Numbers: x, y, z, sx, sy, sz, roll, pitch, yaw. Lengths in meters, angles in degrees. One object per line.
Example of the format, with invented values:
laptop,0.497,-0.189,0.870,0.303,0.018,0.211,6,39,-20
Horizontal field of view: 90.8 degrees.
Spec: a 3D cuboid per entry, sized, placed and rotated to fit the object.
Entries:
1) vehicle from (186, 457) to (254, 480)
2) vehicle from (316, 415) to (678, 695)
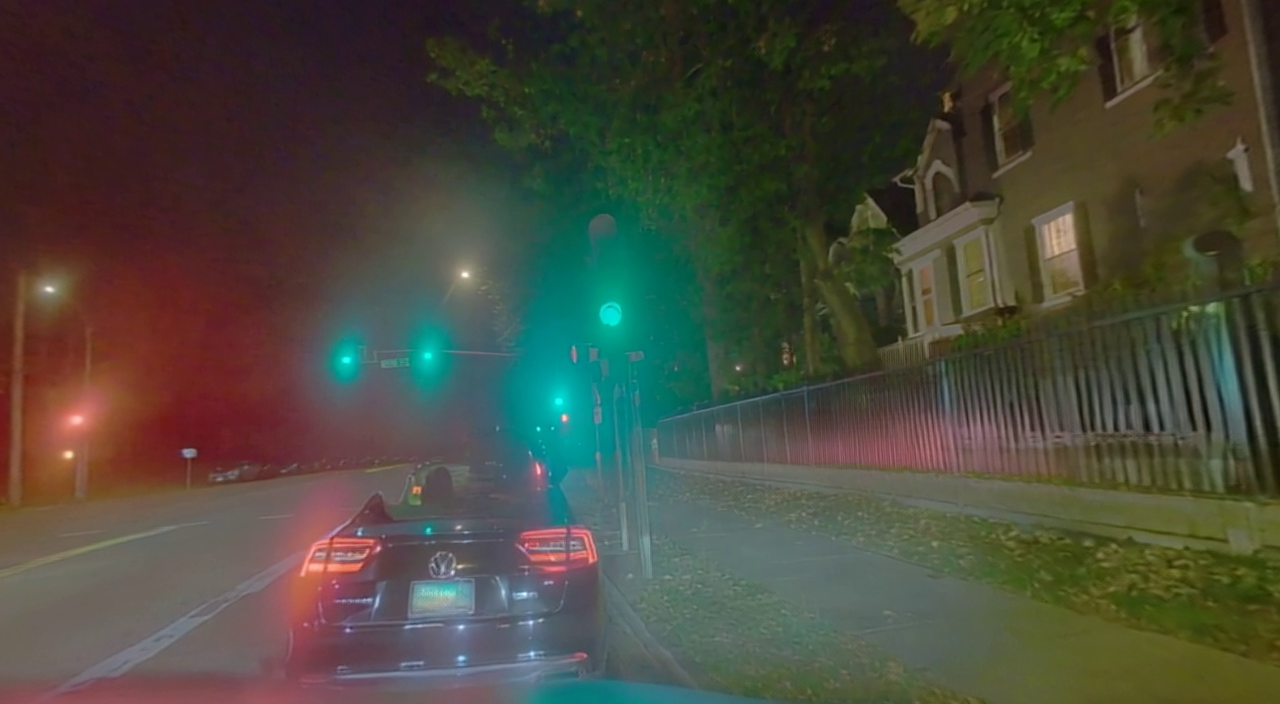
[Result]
vehicle,-32.868,9.108,49.491,3.959,1.680,1.785,1,-9,-7
vehicle,-1.156,1.401,5.512,2.024,1.502,3.702,2,-9,-12
